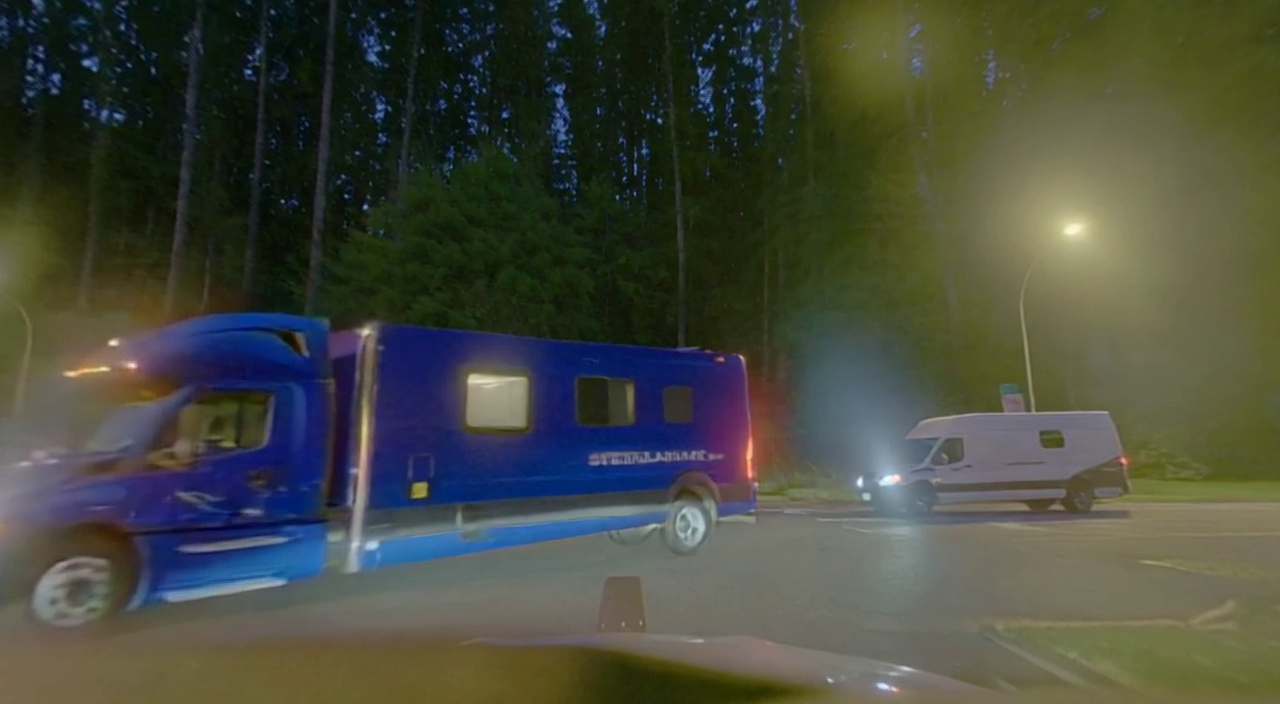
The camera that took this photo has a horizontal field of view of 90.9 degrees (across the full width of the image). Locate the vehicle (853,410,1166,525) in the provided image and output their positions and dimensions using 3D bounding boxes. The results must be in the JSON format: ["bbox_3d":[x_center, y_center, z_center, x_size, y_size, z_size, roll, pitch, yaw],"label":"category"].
[{"bbox_3d":[8.443,2.659,14.850,5.923,2.424,2.247,0,-9,-4],"label":"vehicle"}]

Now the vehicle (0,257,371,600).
[{"bbox_3d":[-6.100,0.944,7.558,4.552,3.175,2.847,6,-11,-37],"label":"vehicle"}]

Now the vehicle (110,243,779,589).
[{"bbox_3d":[-2.153,1.191,10.509,9.765,3.622,2.740,6,-11,-35],"label":"vehicle"}]
